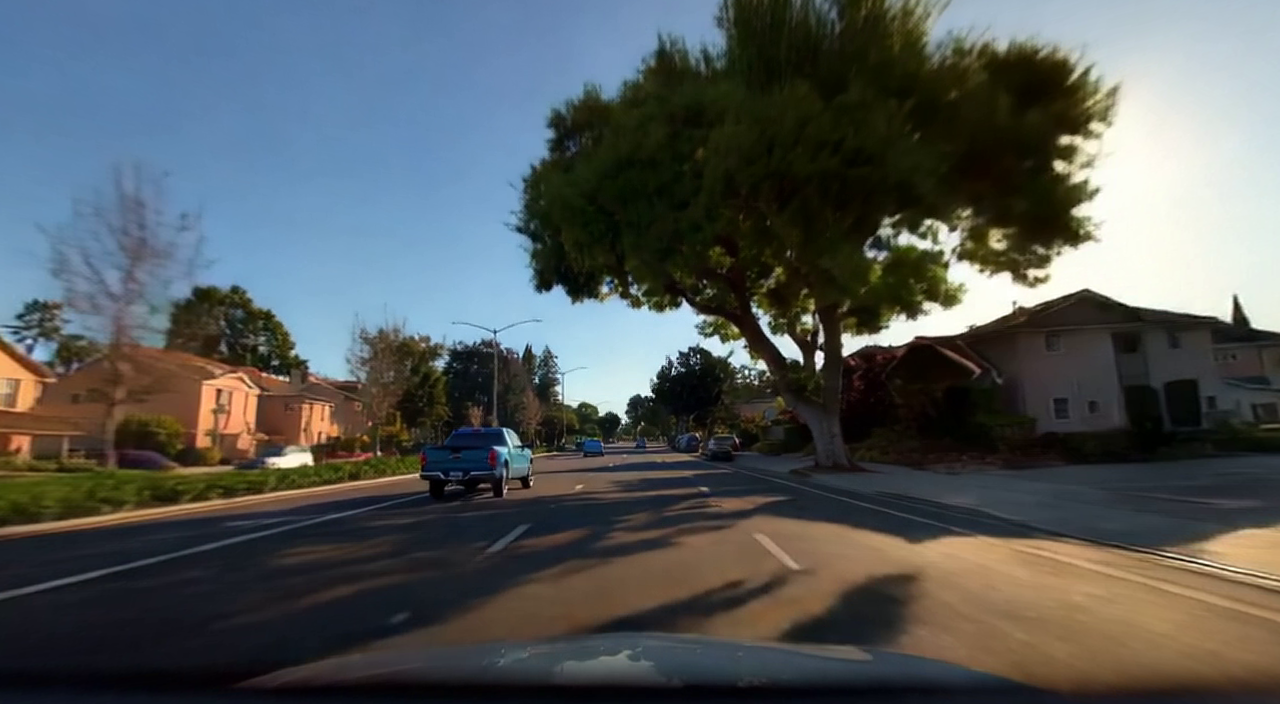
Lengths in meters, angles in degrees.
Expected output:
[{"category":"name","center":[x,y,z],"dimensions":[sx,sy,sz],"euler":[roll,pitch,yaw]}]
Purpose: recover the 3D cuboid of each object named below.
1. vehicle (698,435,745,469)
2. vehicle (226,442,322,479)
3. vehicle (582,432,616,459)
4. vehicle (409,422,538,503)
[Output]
[{"category":"vehicle","center":[4.325,5.367,33.993],"dimensions":[2.016,1.736,4.356],"euler":[0,-8,1]},{"category":"vehicle","center":[-16.852,4.995,29.305],"dimensions":[1.881,1.541,4.192],"euler":[0,-8,1]},{"category":"vehicle","center":[-3.178,7.323,49.444],"dimensions":[2.230,1.987,4.385],"euler":[0,-8,2]},{"category":"vehicle","center":[-4.017,2.758,16.149],"dimensions":[2.002,1.747,4.728],"euler":[0,-8,0]}]
